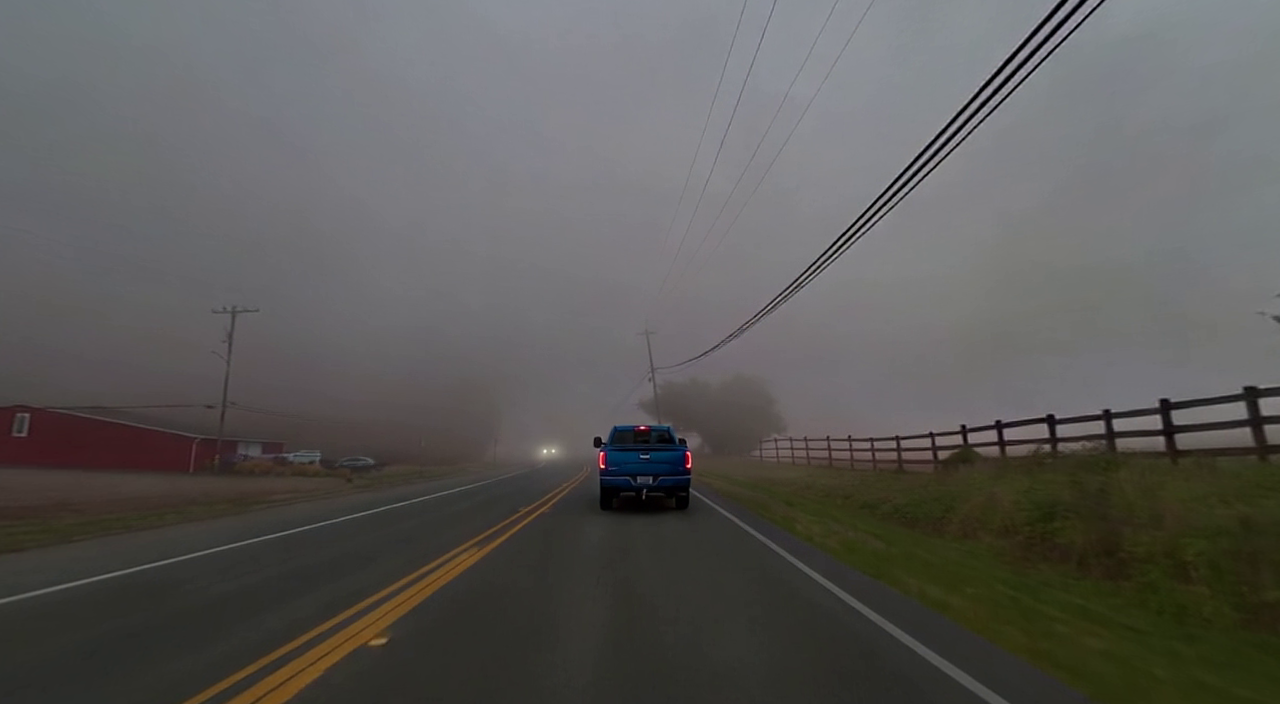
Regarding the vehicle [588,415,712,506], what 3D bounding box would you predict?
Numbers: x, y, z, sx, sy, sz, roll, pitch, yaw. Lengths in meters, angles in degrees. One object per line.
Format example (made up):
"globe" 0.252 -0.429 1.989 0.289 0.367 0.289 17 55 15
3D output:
"vehicle" 0.111 2.811 16.888 2.693 1.941 6.356 0 -8 -2
